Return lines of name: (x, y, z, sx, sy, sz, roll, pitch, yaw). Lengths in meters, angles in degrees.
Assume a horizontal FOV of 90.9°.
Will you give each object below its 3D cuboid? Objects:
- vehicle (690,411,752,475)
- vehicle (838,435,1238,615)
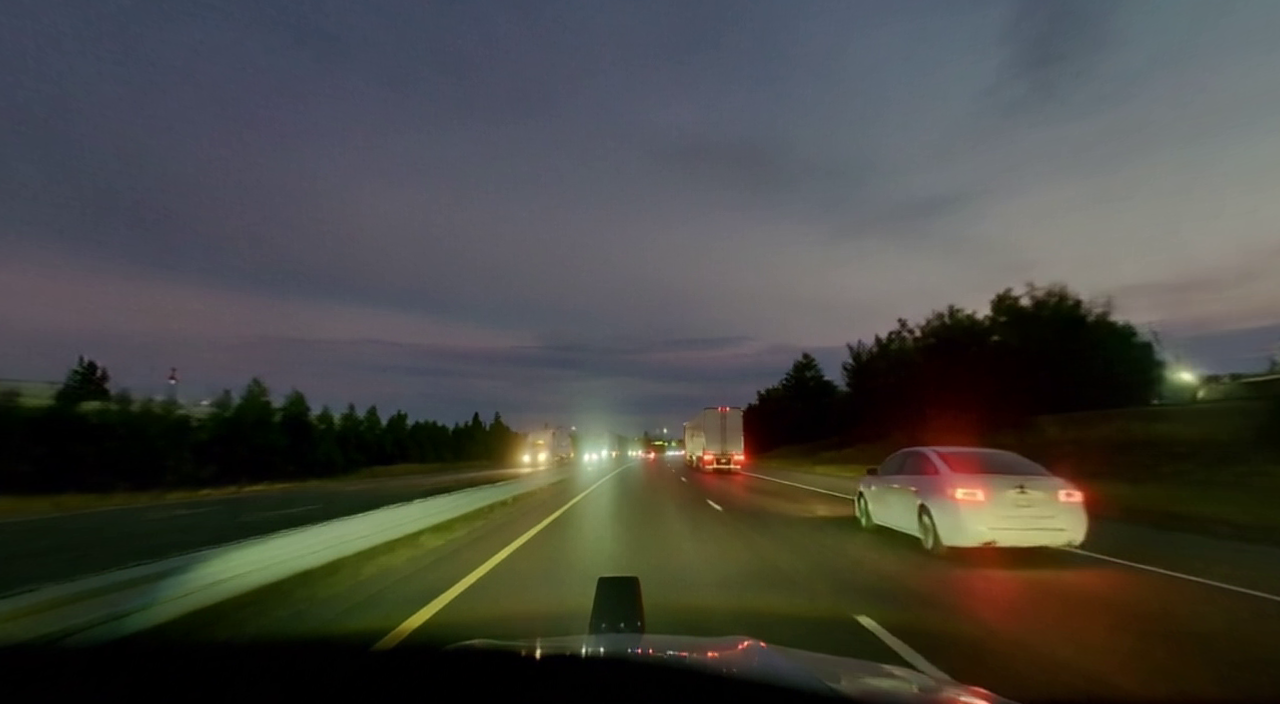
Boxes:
vehicle: (4.986, 5.983, 41.145, 2.866, 3.558, 11.674, 0, -9, 2)
vehicle: (3.897, 1.727, 7.214, 1.893, 1.442, 4.039, 0, -9, 0)
